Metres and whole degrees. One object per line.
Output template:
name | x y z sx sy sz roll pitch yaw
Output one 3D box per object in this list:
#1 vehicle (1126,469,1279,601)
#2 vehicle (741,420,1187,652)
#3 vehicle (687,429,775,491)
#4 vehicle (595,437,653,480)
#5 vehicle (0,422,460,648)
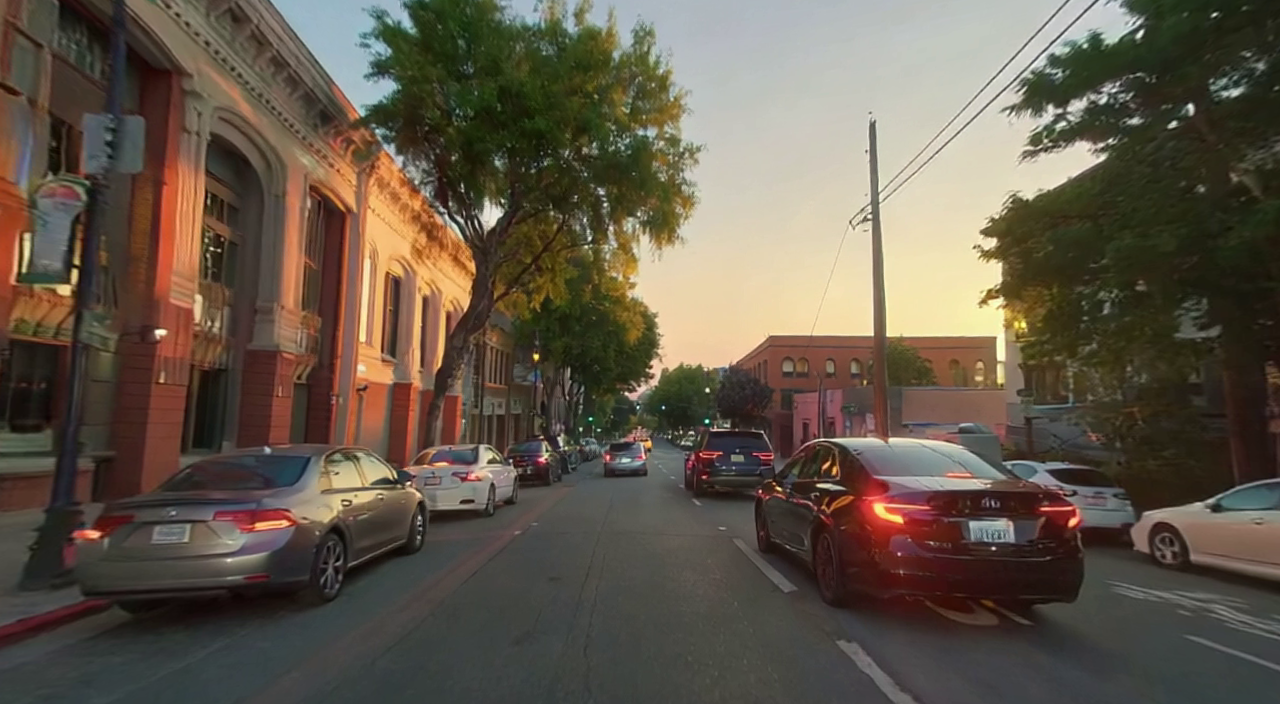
vehicle | 8.537 2.237 7.550 1.862 1.461 4.324 0 -8 0
vehicle | 2.496 1.542 6.465 2.080 1.495 4.591 0 -8 -1
vehicle | 2.717 3.353 19.880 2.002 1.707 4.547 0 -8 -1
vehicle | -0.550 3.954 23.621 2.007 1.460 3.923 0 -8 0
vehicle | -3.515 1.577 6.616 1.955 1.504 4.618 0 -8 -1
